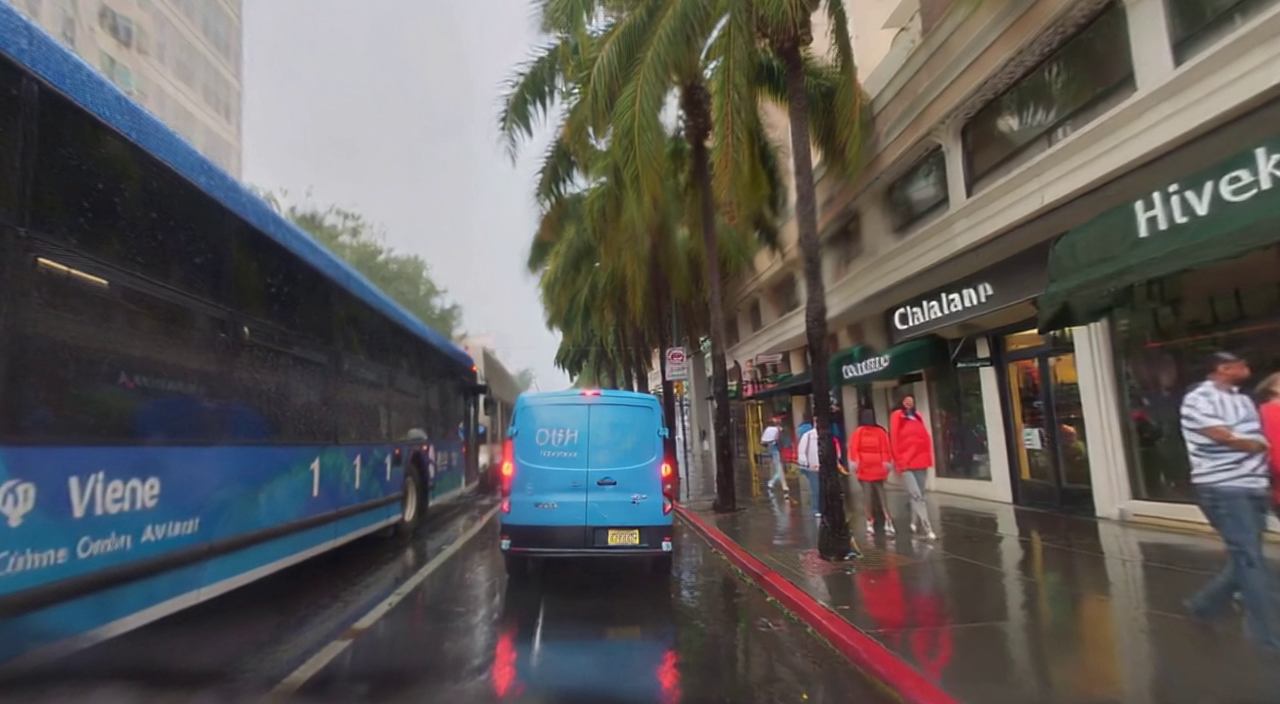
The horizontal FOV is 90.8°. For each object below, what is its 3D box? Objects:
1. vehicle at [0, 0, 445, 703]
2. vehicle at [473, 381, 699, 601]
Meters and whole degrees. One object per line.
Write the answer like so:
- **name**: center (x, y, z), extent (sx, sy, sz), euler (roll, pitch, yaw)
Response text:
- **vehicle**: center (-3.733, 0.132, 2.841), extent (2.863, 3.233, 11.573), euler (0, -8, -4)
- **vehicle**: center (-0.798, 1.532, 7.798), extent (2.002, 1.907, 4.211), euler (1, -9, -9)
